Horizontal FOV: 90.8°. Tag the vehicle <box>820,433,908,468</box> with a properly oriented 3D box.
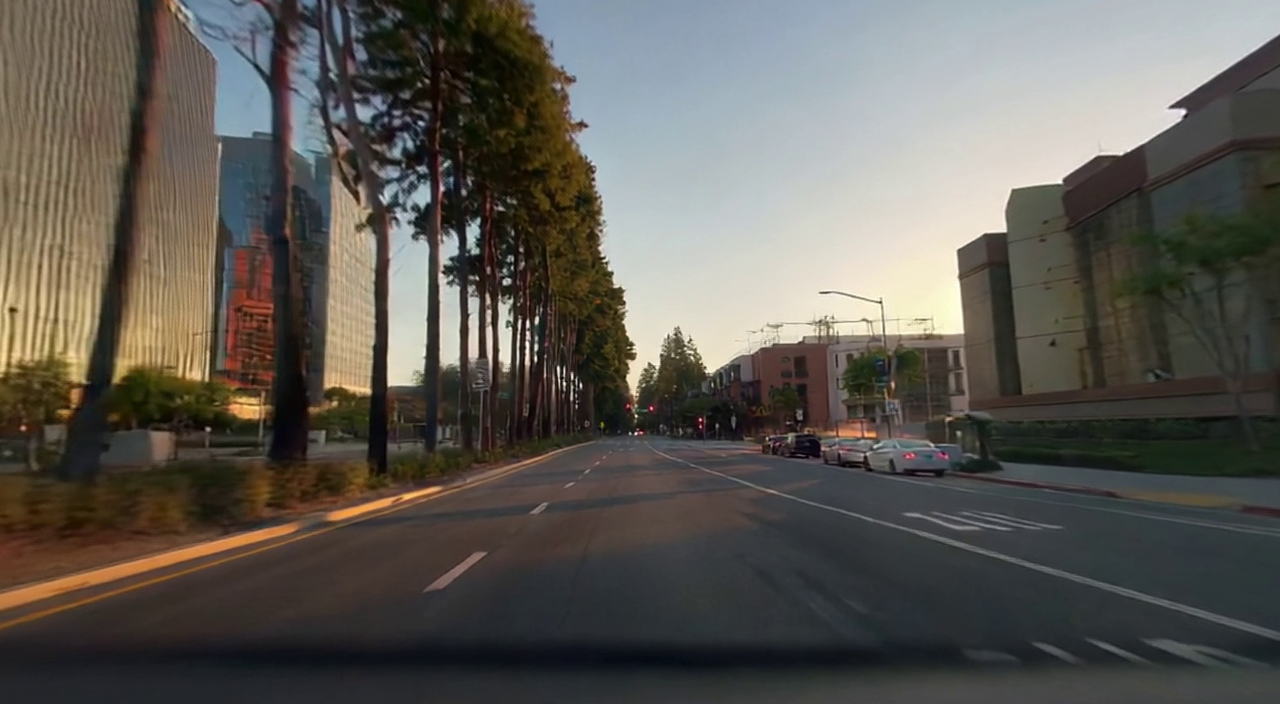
[{"bbox_3d":[10.618,4.739,30.419,1.977,1.519,4.953,1,-9,-6],"label":"vehicle"}]

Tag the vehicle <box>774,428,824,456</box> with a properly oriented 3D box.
[{"bbox_3d":[10.434,5.981,41.815,1.947,1.716,4.861,0,-8,-1],"label":"vehicle"}]

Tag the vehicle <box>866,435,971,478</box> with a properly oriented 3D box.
[{"bbox_3d":[10.674,4.047,24.641,1.927,1.489,4.532,0,-8,-1],"label":"vehicle"}]
